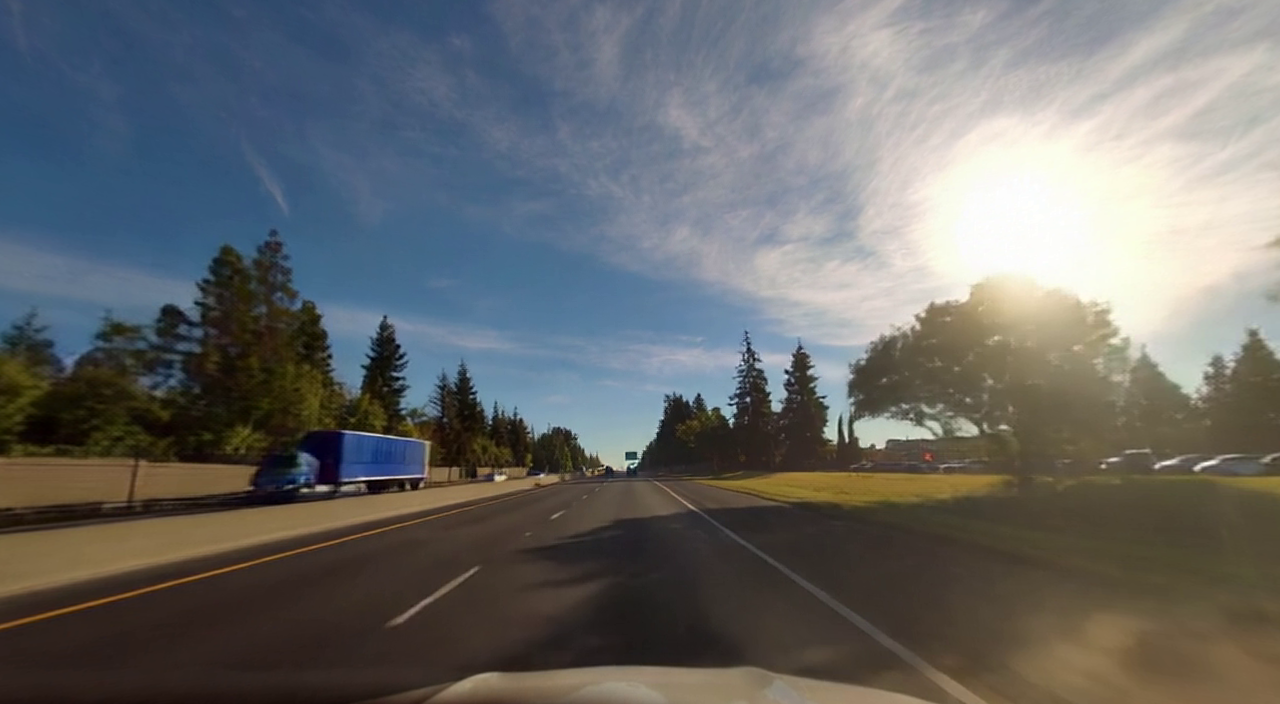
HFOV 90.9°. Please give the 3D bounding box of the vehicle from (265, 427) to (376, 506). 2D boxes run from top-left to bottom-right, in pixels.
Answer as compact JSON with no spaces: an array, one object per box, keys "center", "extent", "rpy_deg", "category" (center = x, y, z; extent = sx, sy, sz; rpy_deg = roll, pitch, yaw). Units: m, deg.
[{"center":[-17.729,6.445,35.546],"extent":[2.973,3.985,5.829],"rpy_deg":[1,-10,0],"category":"vehicle"}]
